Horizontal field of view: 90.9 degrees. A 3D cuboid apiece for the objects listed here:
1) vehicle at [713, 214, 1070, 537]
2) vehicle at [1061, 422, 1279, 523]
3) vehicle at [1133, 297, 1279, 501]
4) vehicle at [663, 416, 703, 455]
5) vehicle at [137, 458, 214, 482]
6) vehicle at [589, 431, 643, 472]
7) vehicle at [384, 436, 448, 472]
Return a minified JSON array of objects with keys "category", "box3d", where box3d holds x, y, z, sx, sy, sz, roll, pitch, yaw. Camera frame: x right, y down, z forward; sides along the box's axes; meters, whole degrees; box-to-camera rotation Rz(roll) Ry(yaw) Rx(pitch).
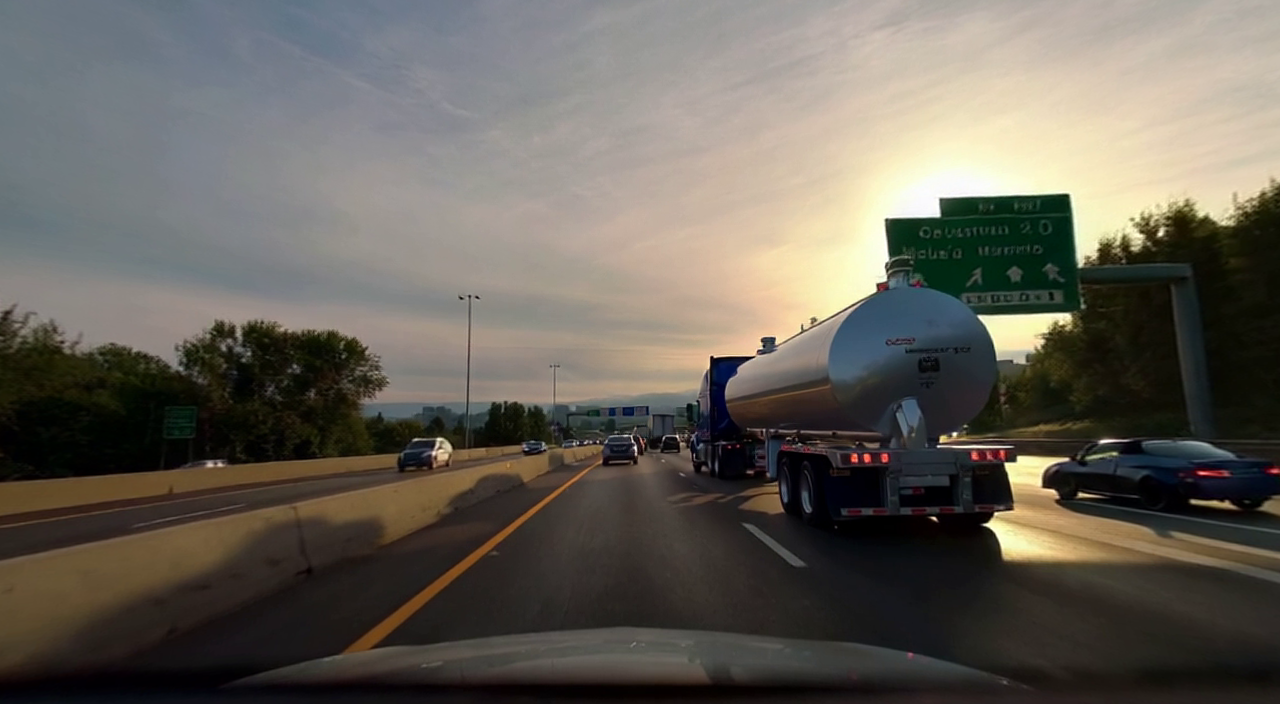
[{"category":"vehicle","box3d":[3.522,0.850,12.228,2.826,3.905,9.262,0,-8,-2]},{"category":"vehicle","box3d":[9.855,2.053,11.349,1.739,1.471,3.889,0,-8,-2]},{"category":"vehicle","box3d":[14.588,0.729,11.255,2.878,4.124,10.050,0,-8,-4]},{"category":"vehicle","box3d":[3.200,6.345,47.890,2.475,2.782,4.986,0,-8,-3]},{"category":"vehicle","box3d":[-35.134,8.888,47.759,1.846,1.553,4.238,-5,-9,34]},{"category":"vehicle","box3d":[-0.922,3.973,25.375,2.000,1.510,3.518,0,-8,-1]},{"category":"vehicle","box3d":[-12.930,5.891,36.789,2.065,1.948,4.720,0,-8,-1]}]
